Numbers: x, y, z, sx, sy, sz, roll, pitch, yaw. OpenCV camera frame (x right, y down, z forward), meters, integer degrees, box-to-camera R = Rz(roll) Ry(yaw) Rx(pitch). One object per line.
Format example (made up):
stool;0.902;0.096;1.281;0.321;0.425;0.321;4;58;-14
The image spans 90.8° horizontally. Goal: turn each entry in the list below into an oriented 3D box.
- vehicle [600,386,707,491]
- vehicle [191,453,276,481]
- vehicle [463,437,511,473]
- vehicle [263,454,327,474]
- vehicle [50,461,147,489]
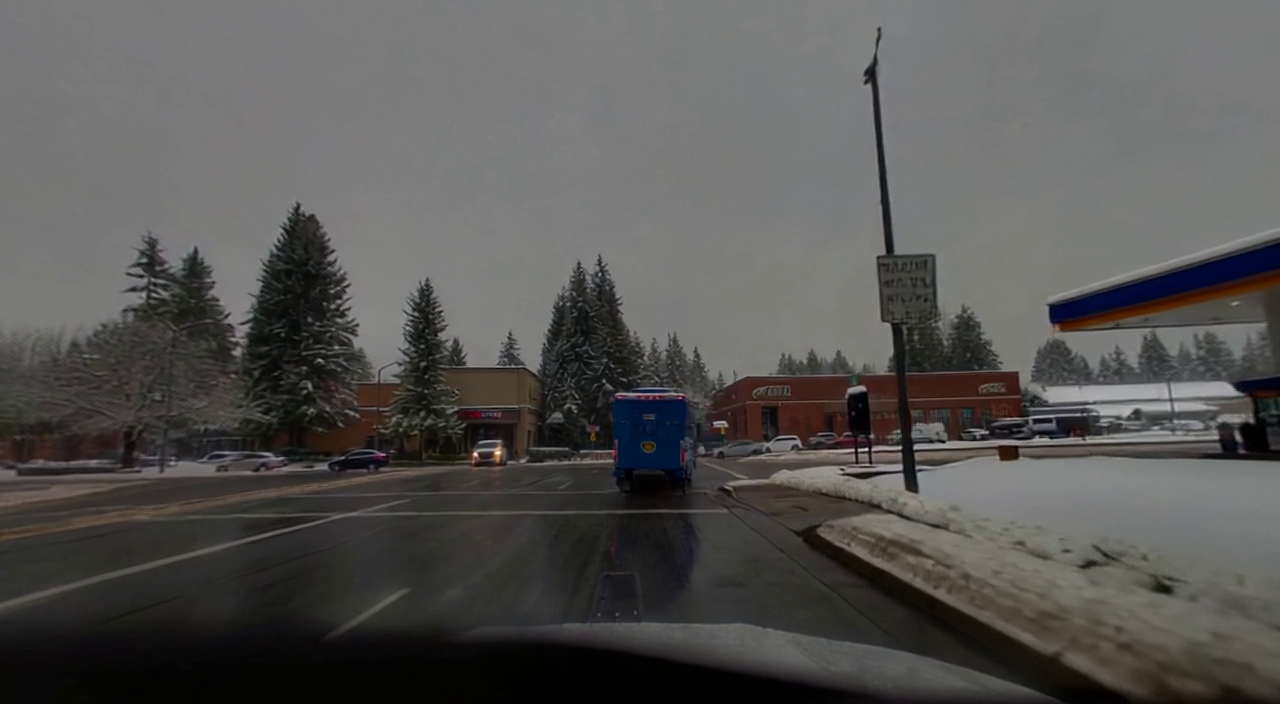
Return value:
vehicle;0.672;2.910;21.127;2.463;2.954;5.938;-2;-9;12
vehicle;-27.763;7.833;43.250;4.583;1.556;1.893;-3;-6;-1
vehicle;-7.728;5.230;32.228;1.997;1.679;4.263;1;-9;-9
vehicle;-26.205;8.491;48.032;3.721;1.450;1.824;0;-8;1
vehicle;-31.318;7.103;36.728;1.766;1.428;4.337;0;-8;0
